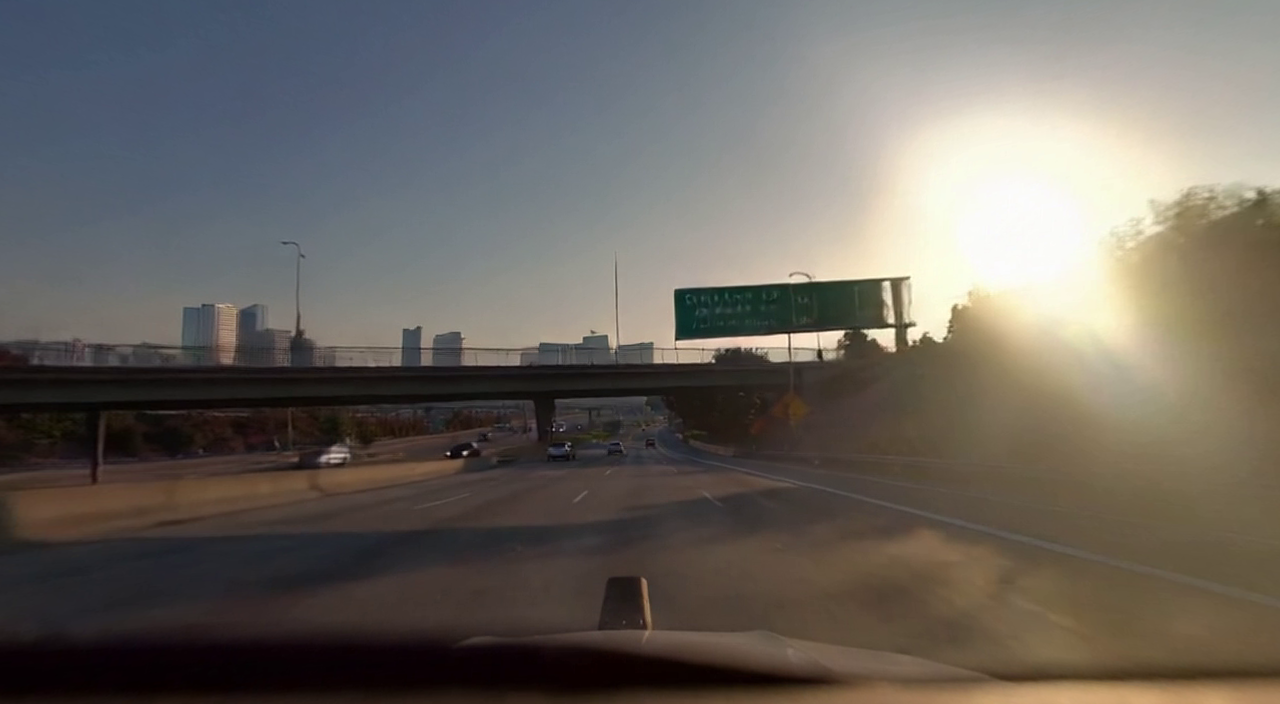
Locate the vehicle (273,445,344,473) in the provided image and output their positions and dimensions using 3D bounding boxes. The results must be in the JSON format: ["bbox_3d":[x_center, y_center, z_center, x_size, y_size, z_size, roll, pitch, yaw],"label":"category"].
[{"bbox_3d":[-23.539,7.591,45.067,1.999,1.811,5.381,-1,-9,2],"label":"vehicle"}]
